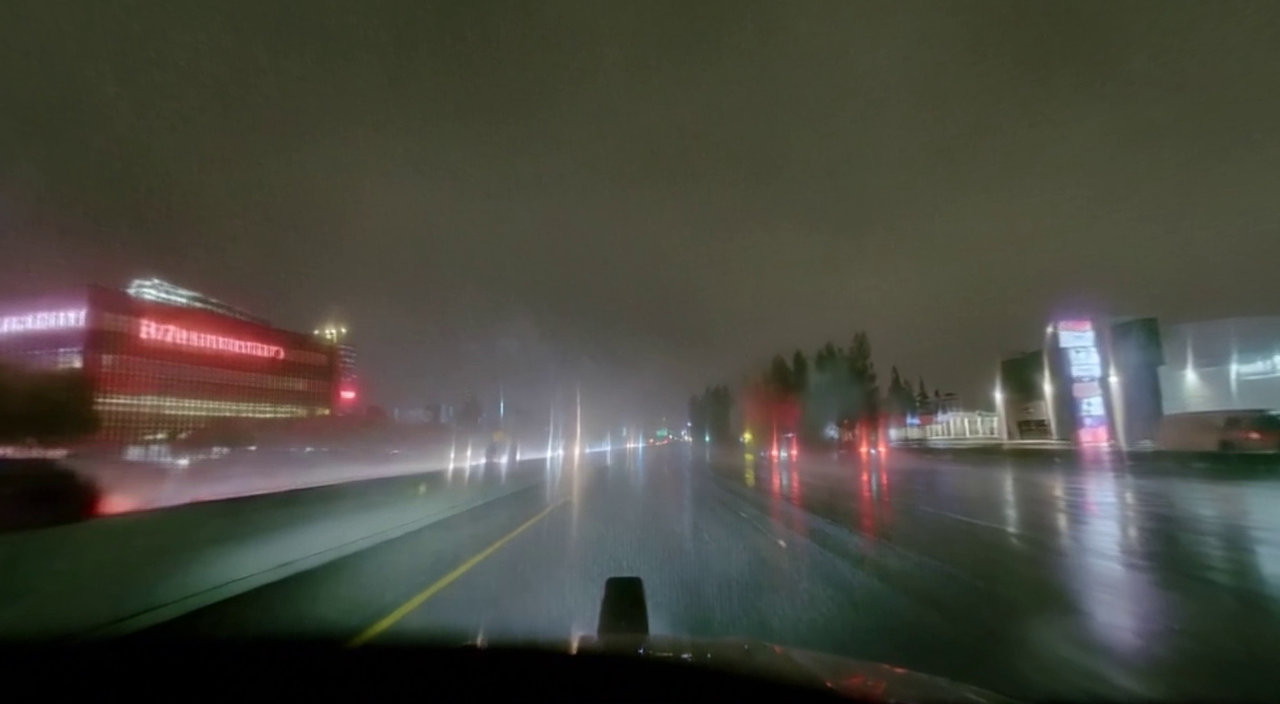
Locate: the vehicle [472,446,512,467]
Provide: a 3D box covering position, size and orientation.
[{"bbox_3d":[-11.338,7.997,48.529,1.910,1.499,4.634,0,-8,1],"label":"vehicle"}]
